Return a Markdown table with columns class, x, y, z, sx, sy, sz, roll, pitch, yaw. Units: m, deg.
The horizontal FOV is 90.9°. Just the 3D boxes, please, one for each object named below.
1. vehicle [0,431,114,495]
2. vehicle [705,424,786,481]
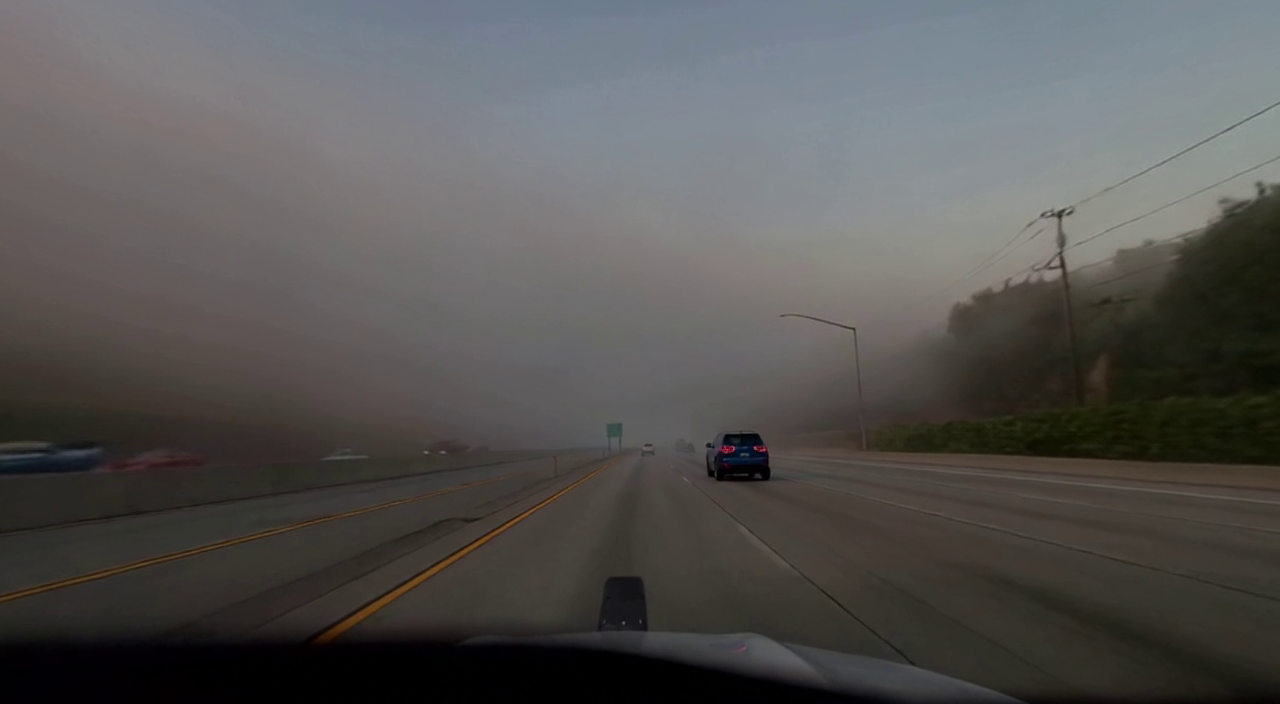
| class | x | y | z | sx | sy | sz | roll | pitch | yaw |
| --- | --- | --- | --- | --- | --- | --- | --- | --- | --- |
| vehicle | -20.516 | 2.886 | 15.629 | 2.950 | 1.863 | 14.401 | 0 | -8 | -1 |
| vehicle | 3.684 | 3.614 | 22.824 | 2.120 | 1.832 | 4.287 | 0 | -8 | -1 |
